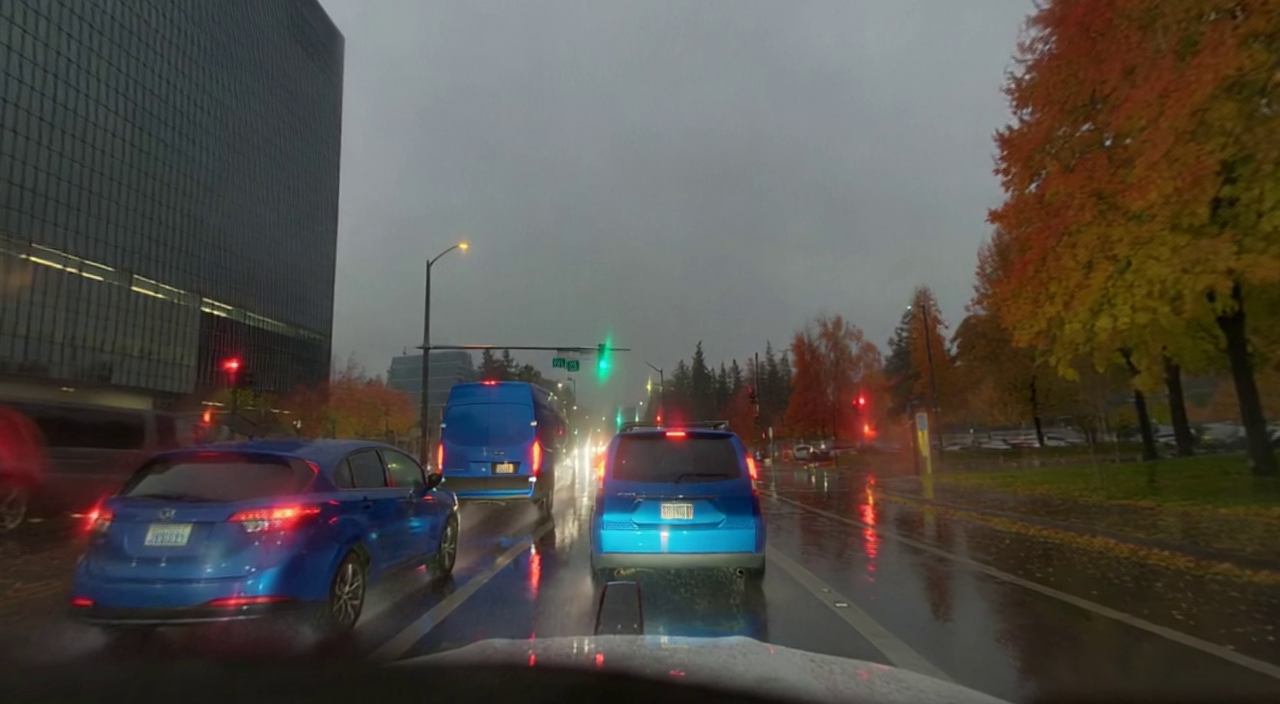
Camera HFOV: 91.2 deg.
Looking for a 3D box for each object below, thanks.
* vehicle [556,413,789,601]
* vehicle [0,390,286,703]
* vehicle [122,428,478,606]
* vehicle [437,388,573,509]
[{"bbox_3d":[0.197,1.601,7.213,1.979,1.562,3.630,0,-9,-3],"label":"vehicle"},{"bbox_3d":[-2.900,0.816,1.526,1.893,1.491,3.798,0,-9,-1],"label":"vehicle"},{"bbox_3d":[-3.485,1.755,7.579,1.955,1.499,4.223,0,-9,0],"label":"vehicle"},{"bbox_3d":[-3.249,2.543,16.590,2.343,2.635,5.684,0,-9,0],"label":"vehicle"}]
